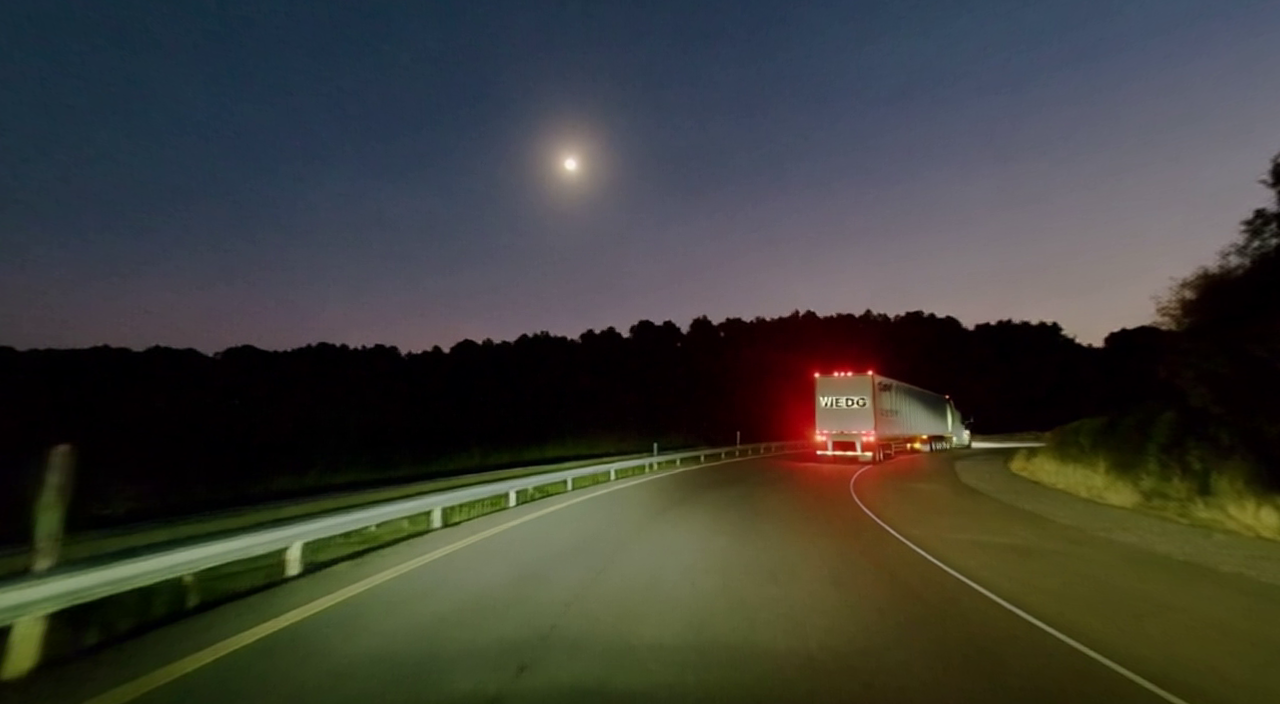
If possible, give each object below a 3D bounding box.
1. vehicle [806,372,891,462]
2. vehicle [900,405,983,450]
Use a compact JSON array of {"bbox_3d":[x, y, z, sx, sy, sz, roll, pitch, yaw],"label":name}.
[{"bbox_3d":[9.510,3.008,28.583,2.963,3.771,3.137,-4,-9,29],"label":"vehicle"},{"bbox_3d":[18.451,4.653,38.312,6.650,2.524,2.120,7,-10,-42],"label":"vehicle"}]
